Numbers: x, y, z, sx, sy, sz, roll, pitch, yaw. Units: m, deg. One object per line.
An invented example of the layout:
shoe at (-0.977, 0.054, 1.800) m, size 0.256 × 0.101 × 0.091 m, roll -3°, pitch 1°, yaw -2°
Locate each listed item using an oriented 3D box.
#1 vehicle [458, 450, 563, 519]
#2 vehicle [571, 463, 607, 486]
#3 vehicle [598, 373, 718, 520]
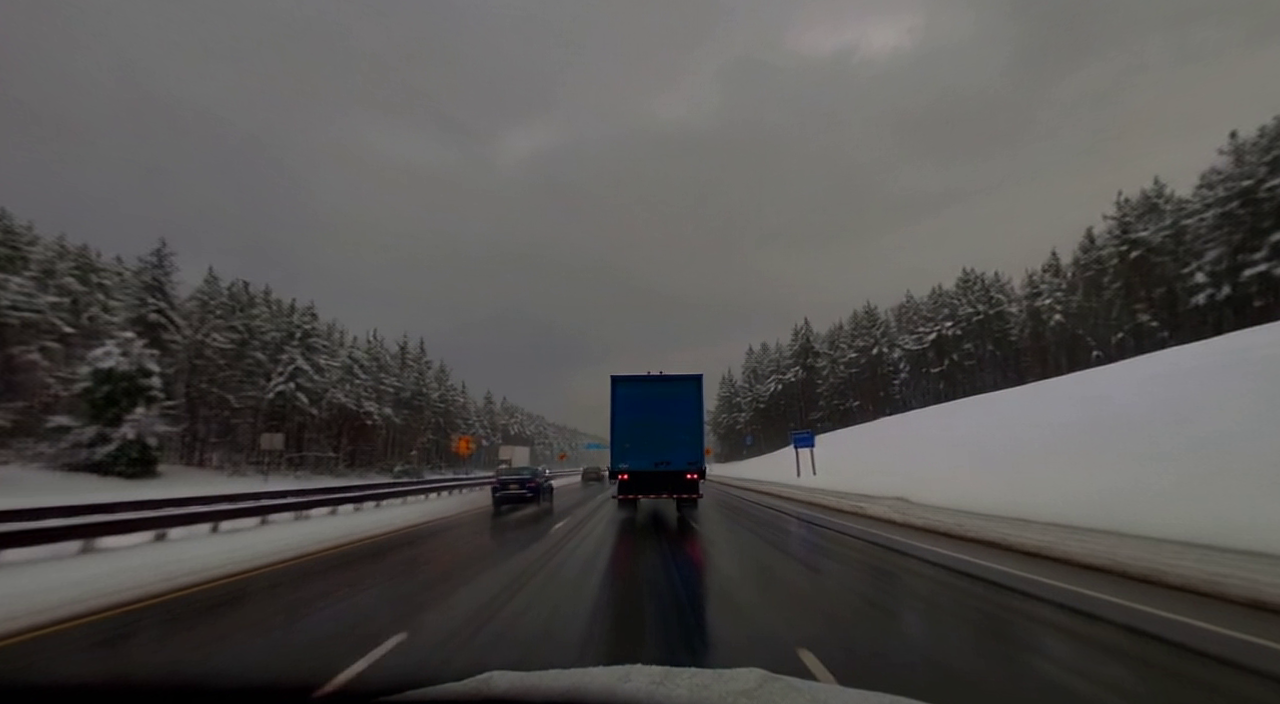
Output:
vehicle at (-3.558, 3.783, 18.281) m, size 2.076 × 1.691 × 4.555 m, roll 1°, pitch -10°, yaw 0°
vehicle at (-3.524, 8.632, 44.422) m, size 2.079 × 1.506 × 4.821 m, roll 0°, pitch -10°, yaw 1°
vehicle at (0.379, 3.251, 20.835) m, size 3.008 × 3.678 × 9.512 m, roll 1°, pitch -10°, yaw -1°
